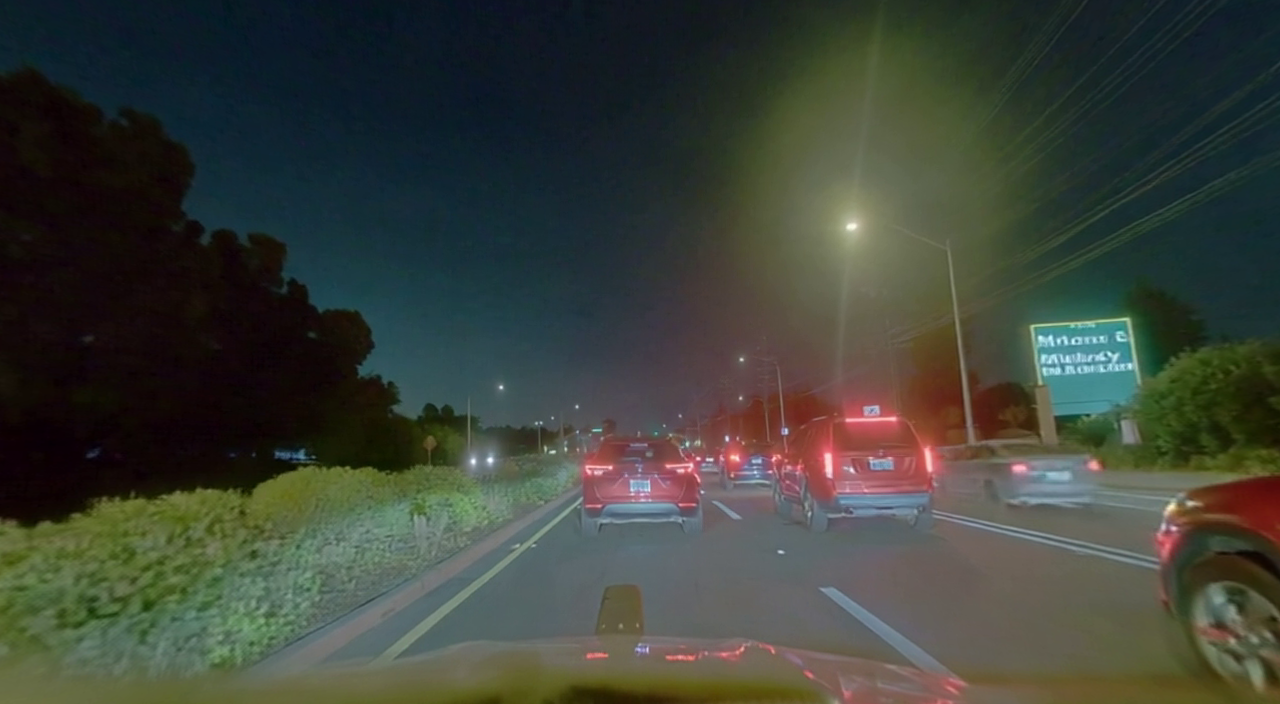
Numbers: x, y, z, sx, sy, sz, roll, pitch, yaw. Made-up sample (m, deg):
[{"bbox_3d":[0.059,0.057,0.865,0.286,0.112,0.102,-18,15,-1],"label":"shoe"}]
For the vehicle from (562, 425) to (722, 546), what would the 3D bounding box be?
[{"bbox_3d":[0.006,2.159,10.888,2.199,1.641,4.232,0,-8,-1],"label":"vehicle"}]

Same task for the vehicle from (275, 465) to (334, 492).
[{"bbox_3d":[-22.613,8.504,42.734,1.847,1.554,3.926,0,-8,0],"label":"vehicle"}]

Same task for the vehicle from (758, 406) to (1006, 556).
[{"bbox_3d":[3.394,1.918,10.099,2.097,1.818,4.625,0,-8,0],"label":"vehicle"}]

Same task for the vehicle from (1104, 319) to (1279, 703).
[{"bbox_3d":[3.524,0.542,1.219,2.001,1.707,4.250,0,-8,0],"label":"vehicle"}]
